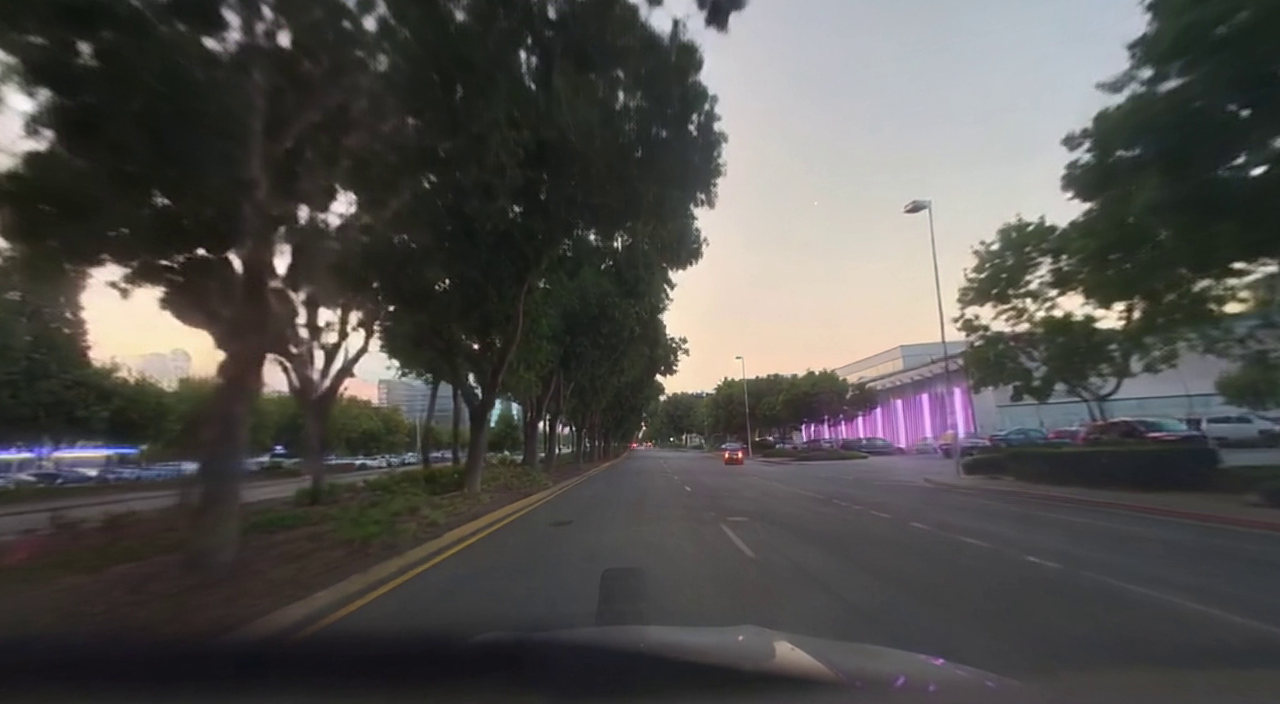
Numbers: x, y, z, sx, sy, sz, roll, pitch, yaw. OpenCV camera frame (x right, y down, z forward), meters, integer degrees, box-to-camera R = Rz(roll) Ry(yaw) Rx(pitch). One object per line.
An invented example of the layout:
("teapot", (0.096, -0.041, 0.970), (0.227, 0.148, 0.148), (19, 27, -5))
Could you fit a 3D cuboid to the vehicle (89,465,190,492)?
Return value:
("vehicle", (-31.466, 7.960, 39.808), (4.622, 1.466, 1.842), (4, -9, -27))
